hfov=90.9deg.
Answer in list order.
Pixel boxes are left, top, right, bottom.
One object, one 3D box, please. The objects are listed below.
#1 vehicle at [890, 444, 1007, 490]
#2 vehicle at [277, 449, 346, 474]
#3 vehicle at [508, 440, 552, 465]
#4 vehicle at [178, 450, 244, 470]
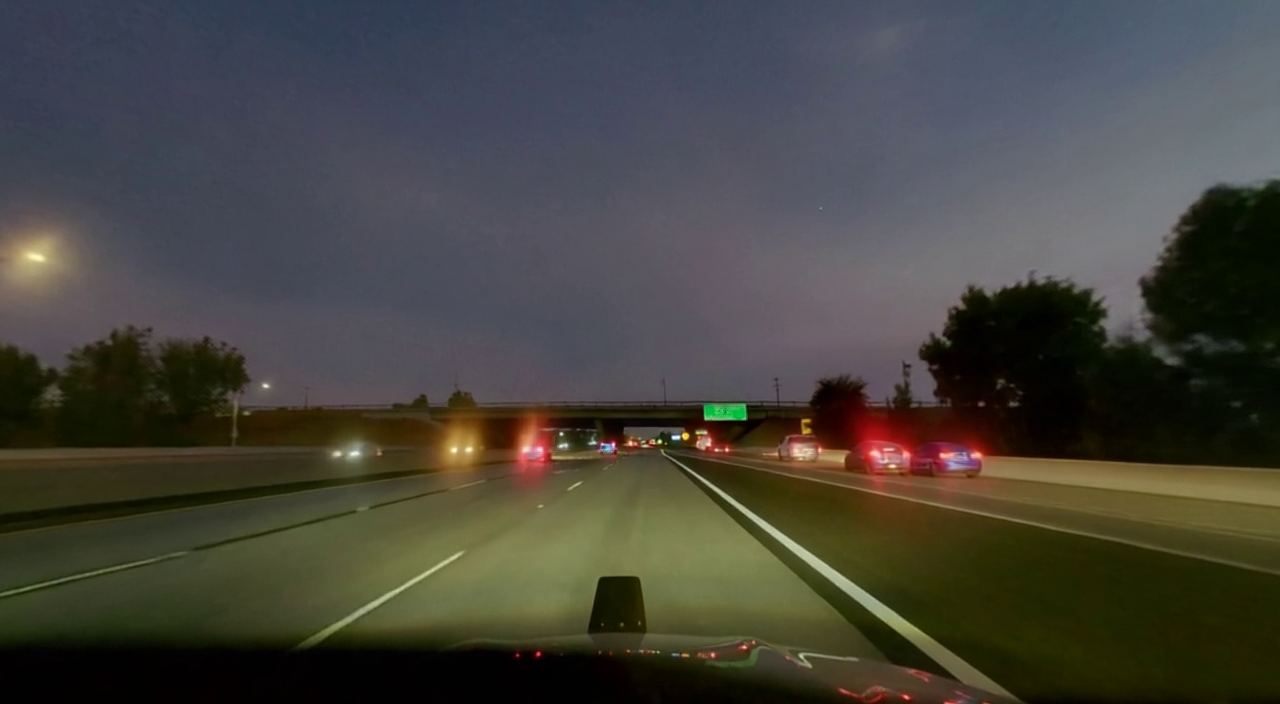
[{"bbox_3d":[11.256,4.189,23.389,2.000,1.515,4.188,0,-8,-3],"label":"vehicle"},{"bbox_3d":[-20.754,6.905,40.041,1.943,1.467,4.274,0,-8,2],"label":"vehicle"},{"bbox_3d":[-6.997,6.443,40.512,1.987,1.486,4.174,0,-8,2],"label":"vehicle"},{"bbox_3d":[-33.514,8.416,49.411,1.788,1.453,4.605,0,-8,3],"label":"vehicle"}]
